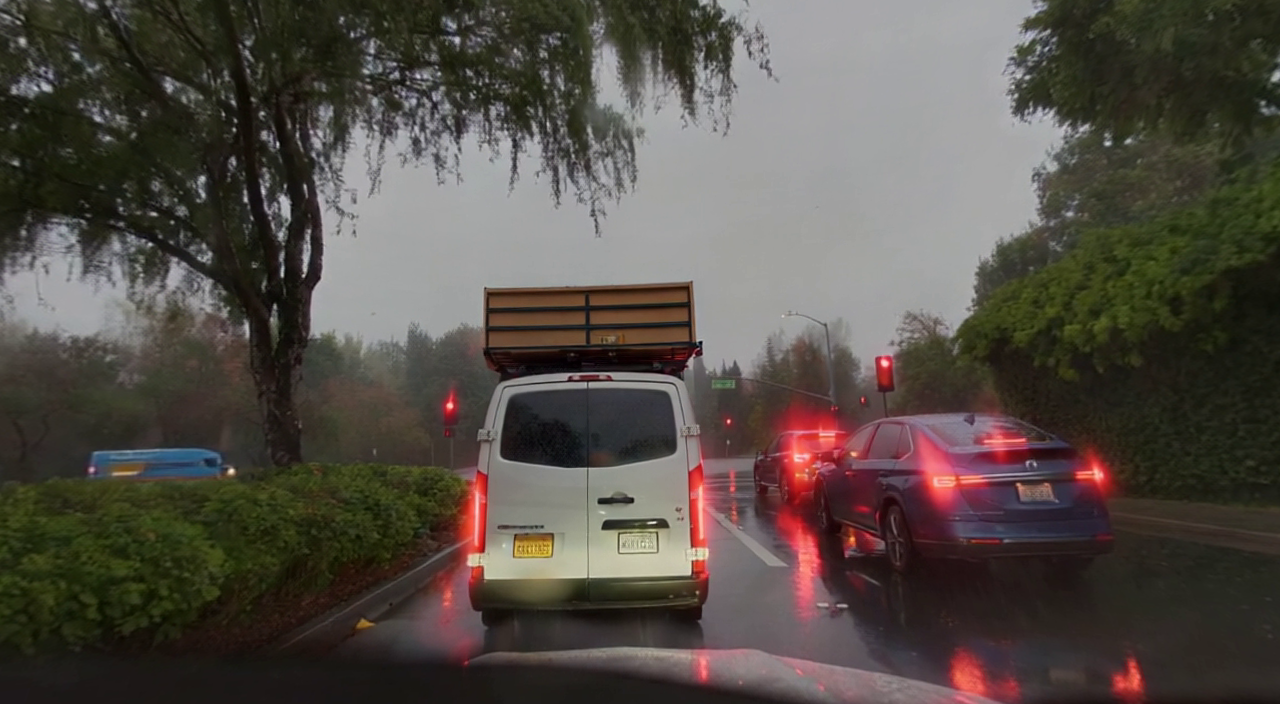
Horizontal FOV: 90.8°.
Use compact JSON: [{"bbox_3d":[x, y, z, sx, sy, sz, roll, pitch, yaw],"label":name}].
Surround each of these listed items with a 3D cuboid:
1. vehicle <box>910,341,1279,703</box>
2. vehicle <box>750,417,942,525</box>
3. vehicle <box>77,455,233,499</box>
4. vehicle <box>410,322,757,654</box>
[{"bbox_3d":[3.449,0.941,3.418,1.965,1.671,4.146,0,-9,-3],"label":"vehicle"},{"bbox_3d":[3.680,2.222,12.267,2.024,1.692,4.252,1,-9,-4],"label":"vehicle"},{"bbox_3d":[-22.738,5.854,29.898,5.241,1.894,2.257,2,-9,-15],"label":"vehicle"},{"bbox_3d":[-0.360,1.157,6.194,2.145,2.089,4.309,0,-9,0],"label":"vehicle"}]
